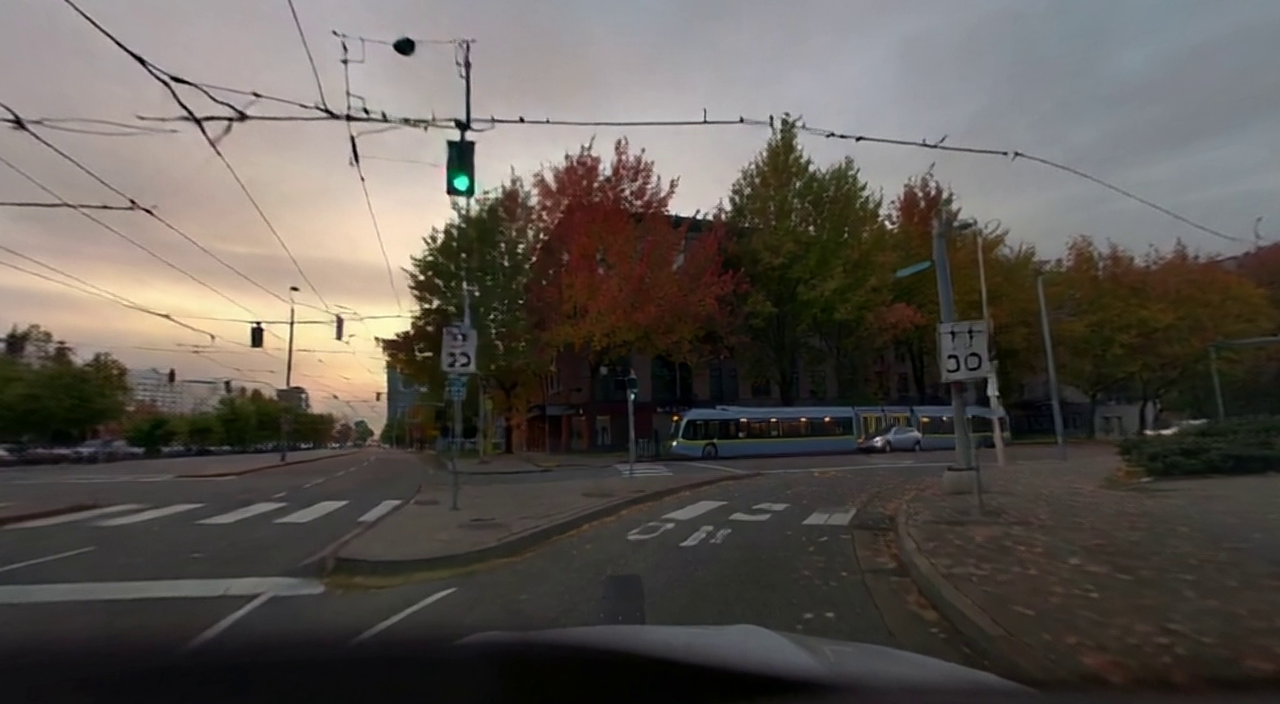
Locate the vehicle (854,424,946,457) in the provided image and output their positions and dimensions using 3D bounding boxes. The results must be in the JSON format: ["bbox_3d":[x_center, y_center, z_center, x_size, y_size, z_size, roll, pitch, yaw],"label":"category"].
[{"bbox_3d":[14.762,5.058,35.606,4.687,1.760,2.028,3,-9,-22],"label":"vehicle"}]

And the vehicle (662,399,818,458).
[{"bbox_3d":[6.870,5.331,43.007,10.391,3.725,2.904,3,-9,-19],"label":"vehicle"}]
